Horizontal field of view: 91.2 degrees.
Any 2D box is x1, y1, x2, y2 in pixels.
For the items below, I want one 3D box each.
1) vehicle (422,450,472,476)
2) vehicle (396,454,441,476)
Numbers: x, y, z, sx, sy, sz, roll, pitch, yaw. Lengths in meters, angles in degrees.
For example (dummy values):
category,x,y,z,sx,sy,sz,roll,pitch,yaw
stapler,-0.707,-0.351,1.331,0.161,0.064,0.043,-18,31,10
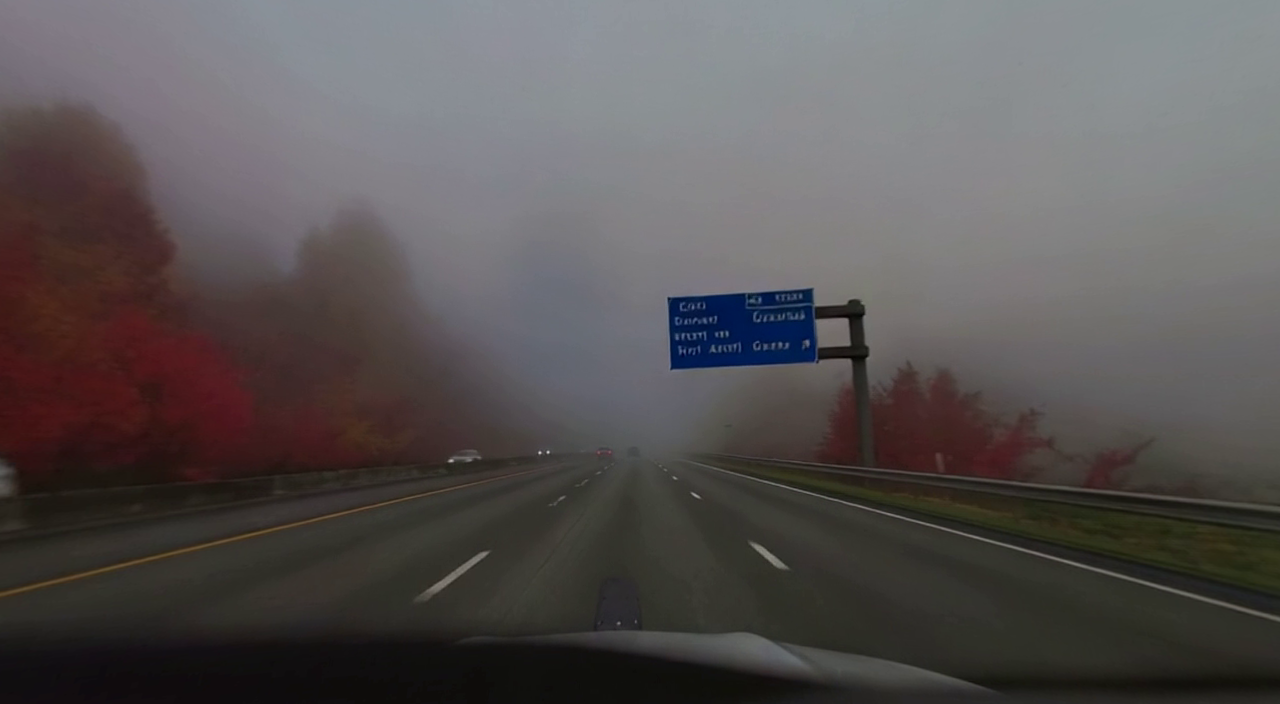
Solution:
category,x,y,z,sx,sy,sz,roll,pitch,yaw
vehicle,-12.042,6.925,39.323,1.858,1.503,4.015,0,-9,0
vehicle,-15.950,8.135,45.262,1.774,1.472,3.859,0,-9,0
